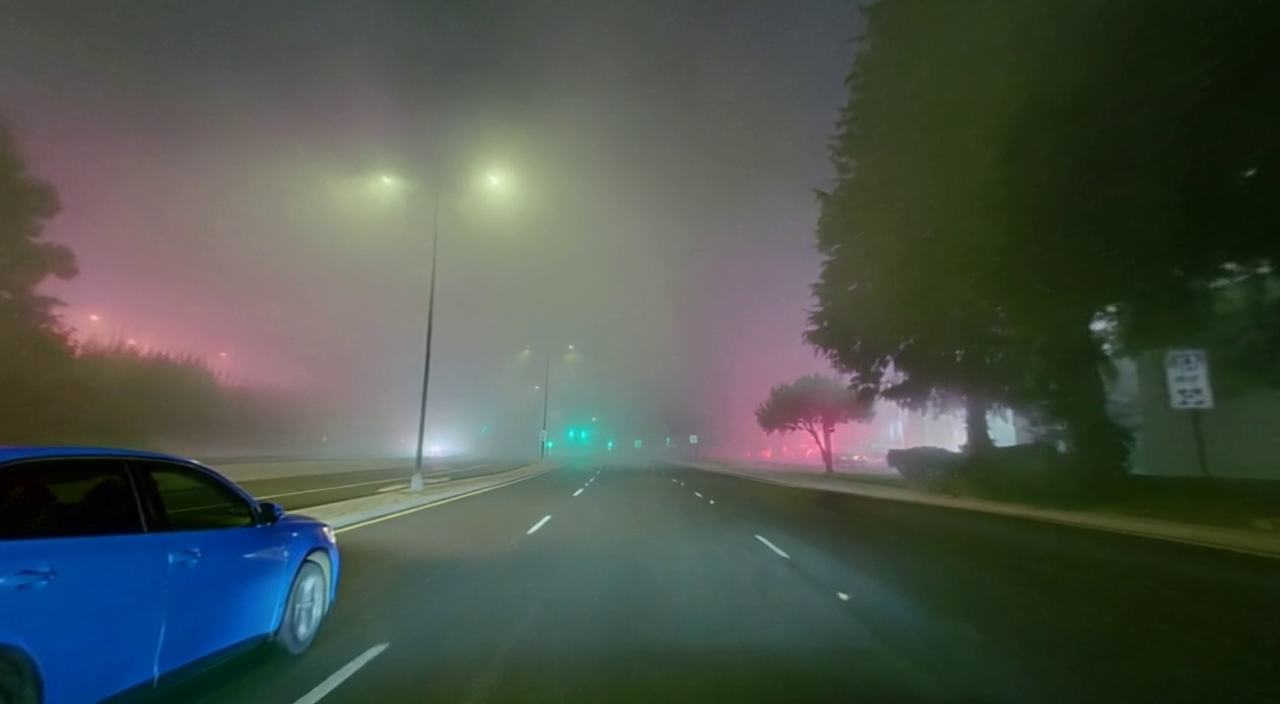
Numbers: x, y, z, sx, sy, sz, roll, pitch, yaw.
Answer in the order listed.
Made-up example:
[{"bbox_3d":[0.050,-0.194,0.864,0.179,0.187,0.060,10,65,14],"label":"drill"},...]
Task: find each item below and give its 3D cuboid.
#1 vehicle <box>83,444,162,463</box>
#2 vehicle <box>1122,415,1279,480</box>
[{"bbox_3d":[-38.420,7.538,47.007,4.162,1.246,1.739,2,-9,-23],"label":"vehicle"},{"bbox_3d":[37.228,5.788,38.267,3.455,3.683,12.209,4,-10,-25],"label":"vehicle"}]
